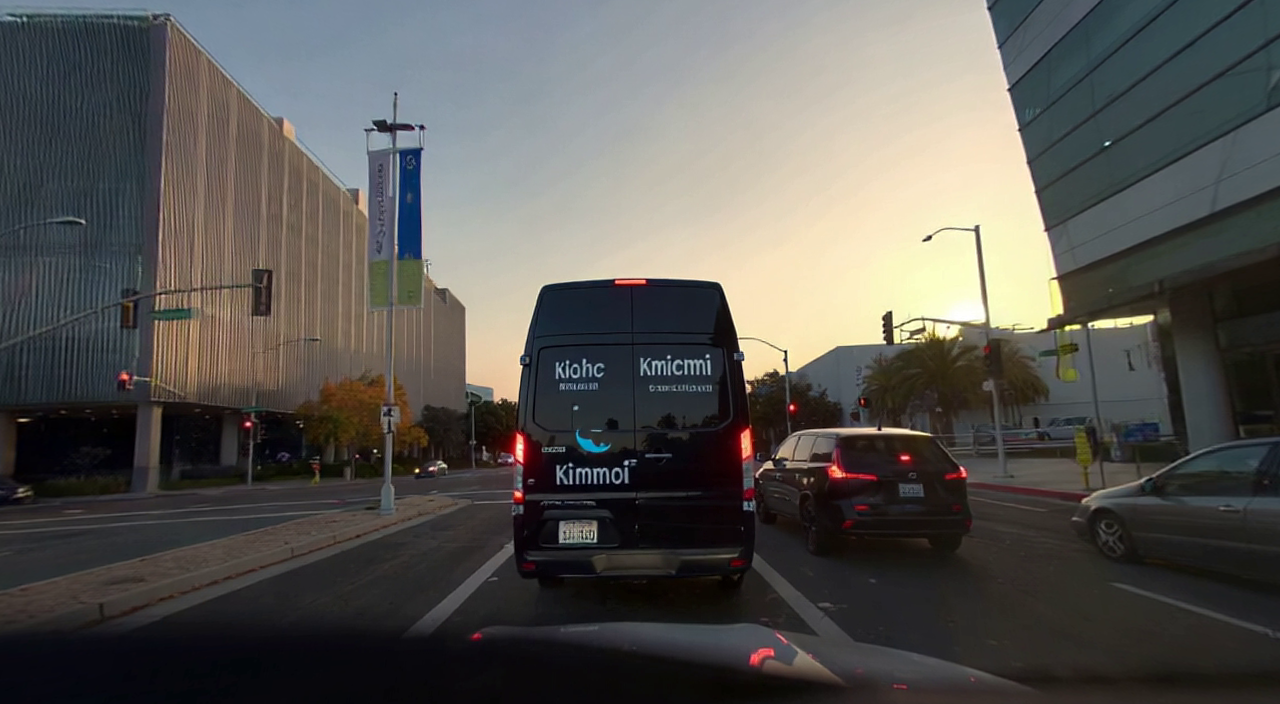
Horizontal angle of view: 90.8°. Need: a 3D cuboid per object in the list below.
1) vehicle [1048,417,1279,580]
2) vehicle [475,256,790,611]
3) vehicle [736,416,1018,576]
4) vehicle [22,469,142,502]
[{"bbox_3d":[7.522,1.586,7.010,1.963,1.669,4.678,3,-9,-20],"label":"vehicle"},{"bbox_3d":[-0.038,1.183,9.084,2.613,3.035,7.342,0,-8,0],"label":"vehicle"},{"bbox_3d":[2.875,1.866,9.043,2.183,1.676,4.506,0,-8,-1],"label":"vehicle"},{"bbox_3d":[-31.132,7.432,35.365,4.806,1.652,1.869,0,-8,-2],"label":"vehicle"}]
